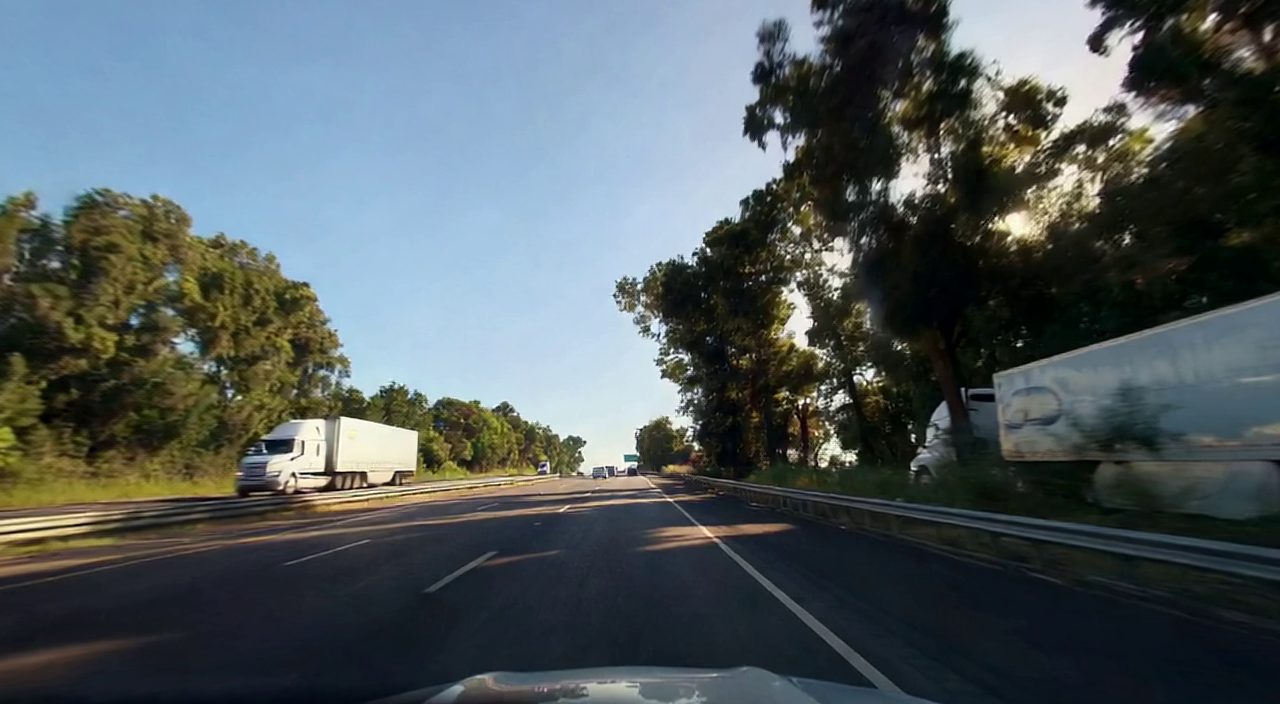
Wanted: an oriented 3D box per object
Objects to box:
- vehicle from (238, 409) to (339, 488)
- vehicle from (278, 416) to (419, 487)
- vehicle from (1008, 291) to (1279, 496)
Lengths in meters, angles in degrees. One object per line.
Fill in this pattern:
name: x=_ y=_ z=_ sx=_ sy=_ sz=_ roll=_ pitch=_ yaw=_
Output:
vehicle: x=-18.231 y=5.052 z=32.921 sx=3.106 sy=3.854 sz=3.189 roll=1 pitch=-10 yaw=-1
vehicle: x=-18.292 y=6.672 z=41.202 sx=2.803 sy=3.838 sz=13.453 roll=1 pitch=-11 yaw=0
vehicle: x=14.391 y=1.289 z=15.073 sx=2.826 sy=4.078 sz=14.044 roll=1 pitch=-11 yaw=1
